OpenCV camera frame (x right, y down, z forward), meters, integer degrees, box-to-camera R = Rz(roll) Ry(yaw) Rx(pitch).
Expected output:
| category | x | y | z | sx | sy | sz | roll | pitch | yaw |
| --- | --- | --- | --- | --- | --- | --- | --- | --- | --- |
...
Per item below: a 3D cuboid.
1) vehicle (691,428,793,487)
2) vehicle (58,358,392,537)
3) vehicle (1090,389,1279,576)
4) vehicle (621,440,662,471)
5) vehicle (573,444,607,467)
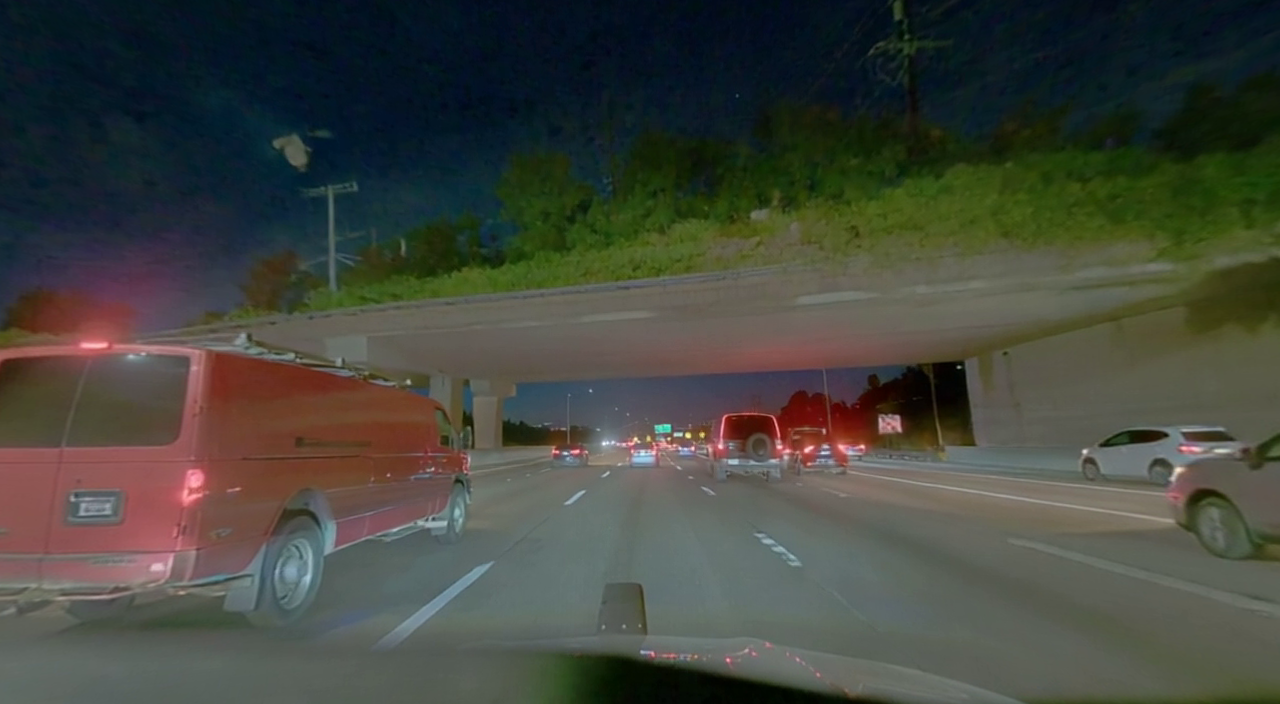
| category | x | y | z | sx | sy | sz | roll | pitch | yaw |
| --- | --- | --- | --- | --- | --- | --- | --- | --- | --- |
| vehicle | 3.566 | 3.888 | 23.511 | 2.777 | 1.895 | 5.710 | 0 | -9 | -1 |
| vehicle | -7.588 | 1.914 | 12.868 | 2.336 | 2.708 | 6.421 | 0 | -8 | 0 |
| vehicle | 7.508 | 1.248 | 5.944 | 2.304 | 1.840 | 5.706 | 0 | -9 | 0 |
| vehicle | 0.085 | 5.759 | 35.362 | 2.115 | 1.617 | 4.102 | 0 | -9 | 0 |
| vehicle | -3.356 | 7.059 | 43.292 | 1.970 | 1.483 | 4.071 | 0 | -9 | 1 |
